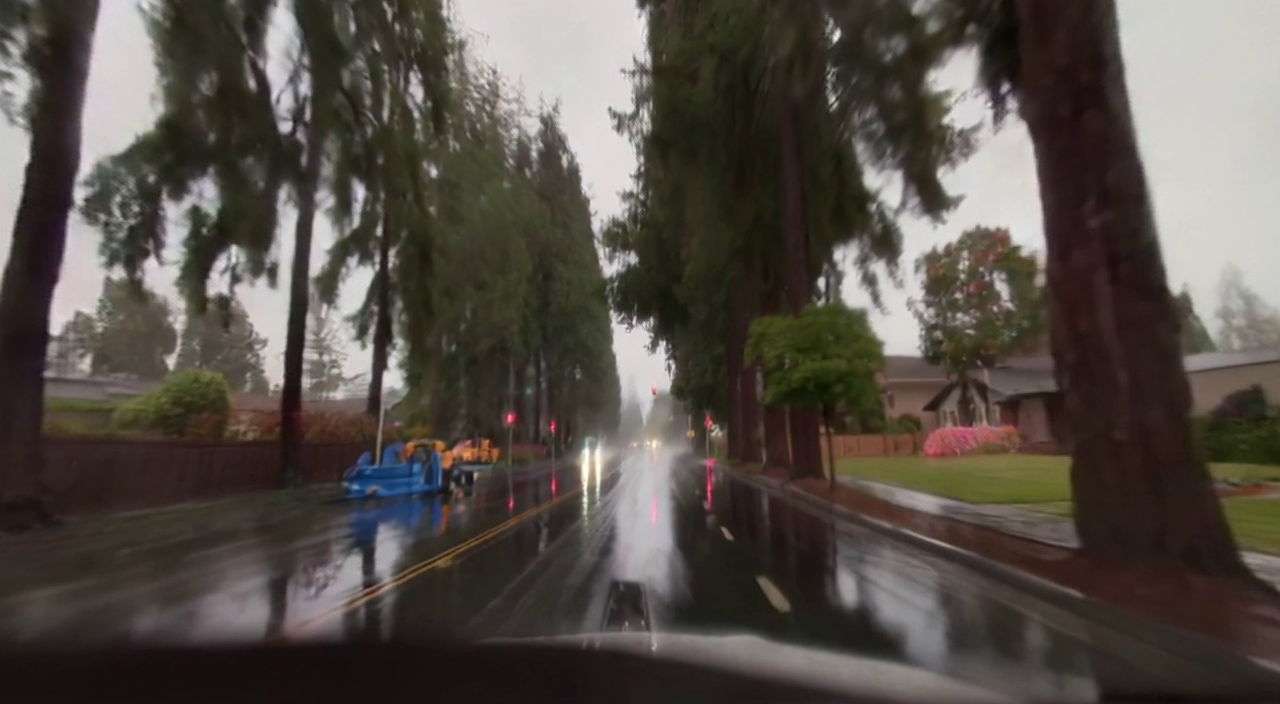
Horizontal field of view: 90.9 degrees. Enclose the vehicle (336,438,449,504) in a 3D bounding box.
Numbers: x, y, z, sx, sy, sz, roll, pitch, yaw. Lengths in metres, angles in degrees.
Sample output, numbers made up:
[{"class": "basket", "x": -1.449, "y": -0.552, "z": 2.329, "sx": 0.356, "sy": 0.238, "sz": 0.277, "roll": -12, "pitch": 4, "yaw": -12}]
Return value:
[{"class": "vehicle", "x": -8.355, "y": 4.005, "z": 21.788, "sx": 1.998, "sy": 1.814, "sz": 4.559, "roll": -4, "pitch": -7, "yaw": 1}]
